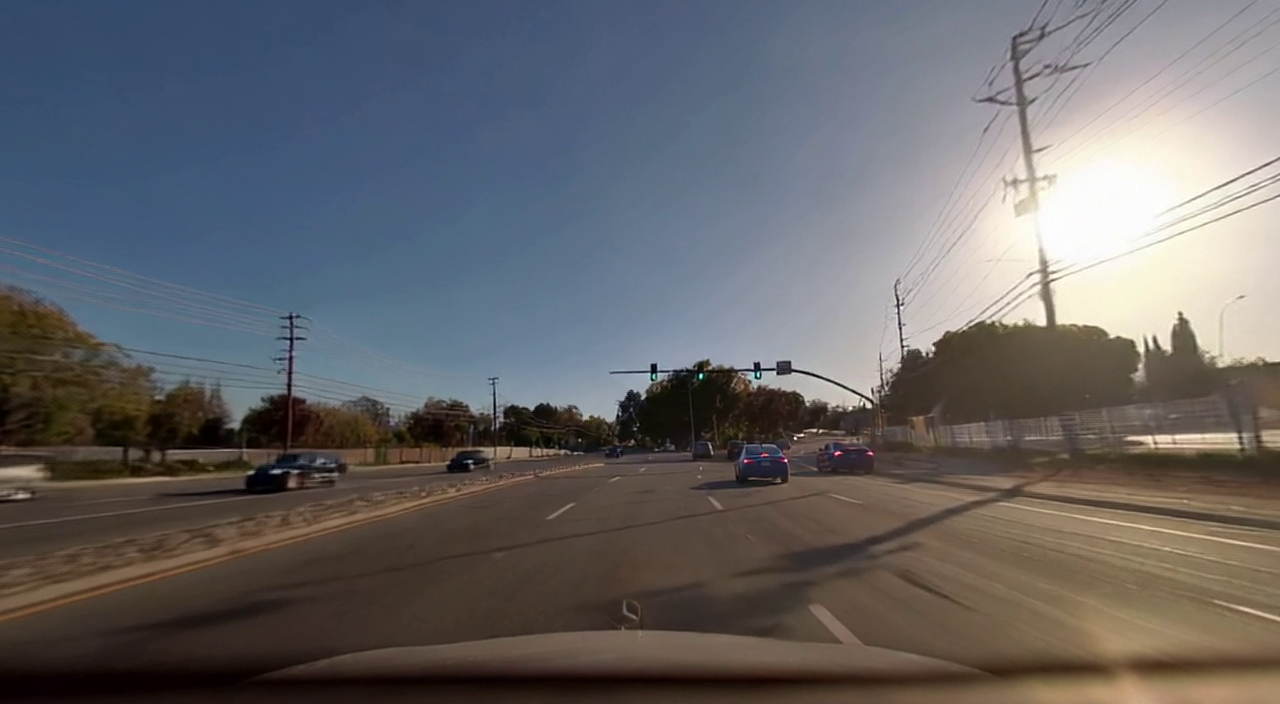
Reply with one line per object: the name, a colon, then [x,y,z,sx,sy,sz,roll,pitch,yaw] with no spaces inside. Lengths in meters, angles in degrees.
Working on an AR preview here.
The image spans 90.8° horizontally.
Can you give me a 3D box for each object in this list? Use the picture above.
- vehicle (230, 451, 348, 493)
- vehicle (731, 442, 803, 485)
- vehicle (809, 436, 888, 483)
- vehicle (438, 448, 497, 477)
vehicle: [-14.114,4.824,25.786,1.847,1.478,4.746,0,-9,4]
vehicle: [4.768,4.231,24.351,2.035,1.460,4.392,0,-9,3]
vehicle: [8.614,4.471,26.563,2.029,1.795,4.371,0,-9,3]
vehicle: [-10.112,6.508,37.435,1.885,1.592,4.337,-1,-9,5]
